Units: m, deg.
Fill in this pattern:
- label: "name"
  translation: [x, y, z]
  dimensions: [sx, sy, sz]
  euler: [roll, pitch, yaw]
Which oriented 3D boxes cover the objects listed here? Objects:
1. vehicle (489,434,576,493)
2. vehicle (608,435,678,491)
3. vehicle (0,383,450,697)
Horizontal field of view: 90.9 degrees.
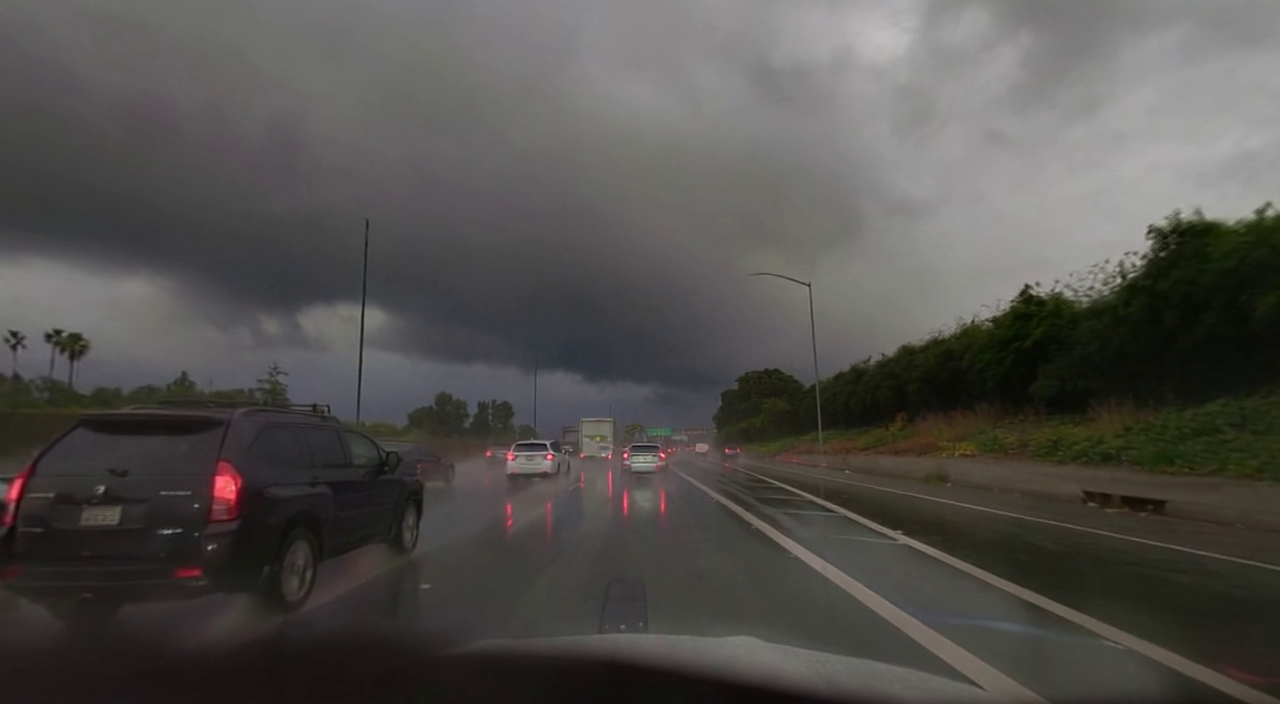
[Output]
- label: "vehicle"
  translation: [-3.530, 3.758, 21.718]
  dimensions: [2.125, 1.792, 4.466]
  euler: [0, -8, 1]
- label: "vehicle"
  translation: [0.118, 3.762, 21.711]
  dimensions: [2.180, 1.716, 3.920]
  euler: [0, -8, 1]
- label: "vehicle"
  translation: [-3.514, 1.343, 5.681]
  dimensions: [2.209, 1.711, 4.296]
  euler: [0, -8, 1]
